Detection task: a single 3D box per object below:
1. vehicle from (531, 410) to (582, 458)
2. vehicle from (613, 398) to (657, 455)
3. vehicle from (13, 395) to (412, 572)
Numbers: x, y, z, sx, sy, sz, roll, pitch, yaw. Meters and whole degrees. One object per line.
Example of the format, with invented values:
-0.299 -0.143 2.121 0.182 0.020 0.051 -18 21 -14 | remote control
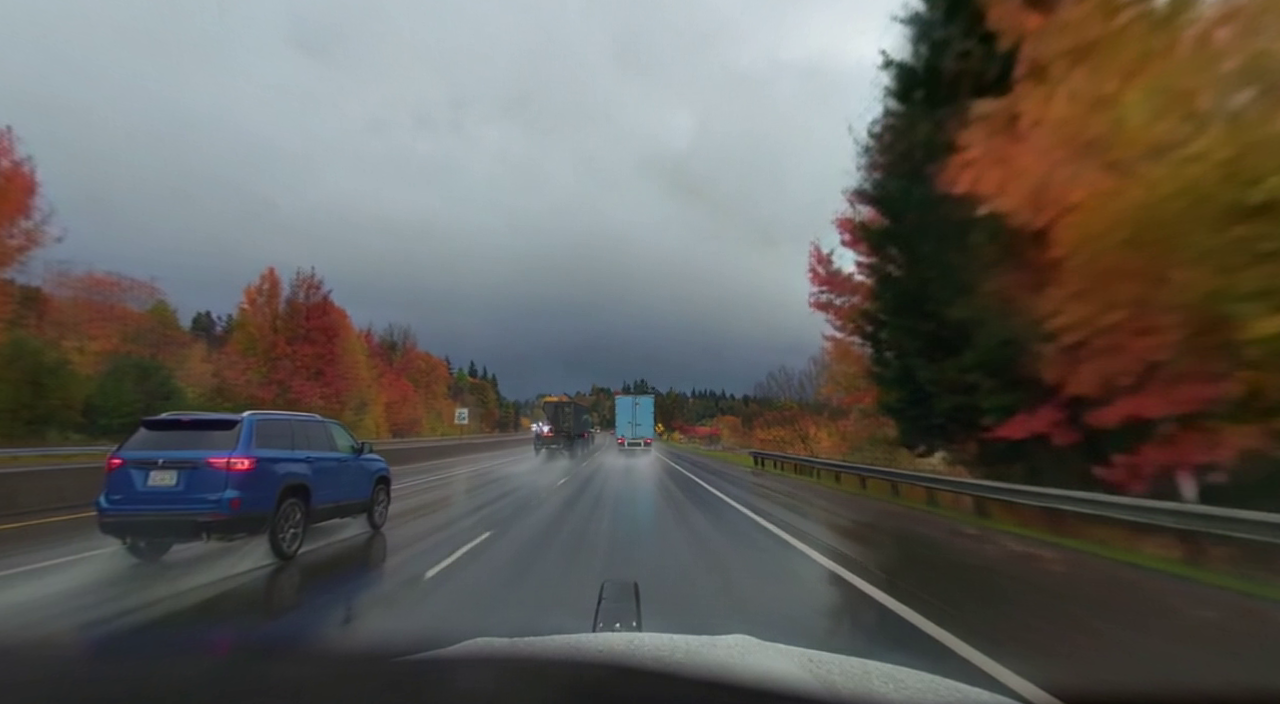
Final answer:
-5.006 5.025 38.445 2.383 2.726 5.677 0 -8 -1 | vehicle
-0.506 5.781 48.459 3.078 3.955 8.774 0 -8 -2 | vehicle
-4.887 1.549 8.275 2.089 1.669 4.515 0 -8 -1 | vehicle
